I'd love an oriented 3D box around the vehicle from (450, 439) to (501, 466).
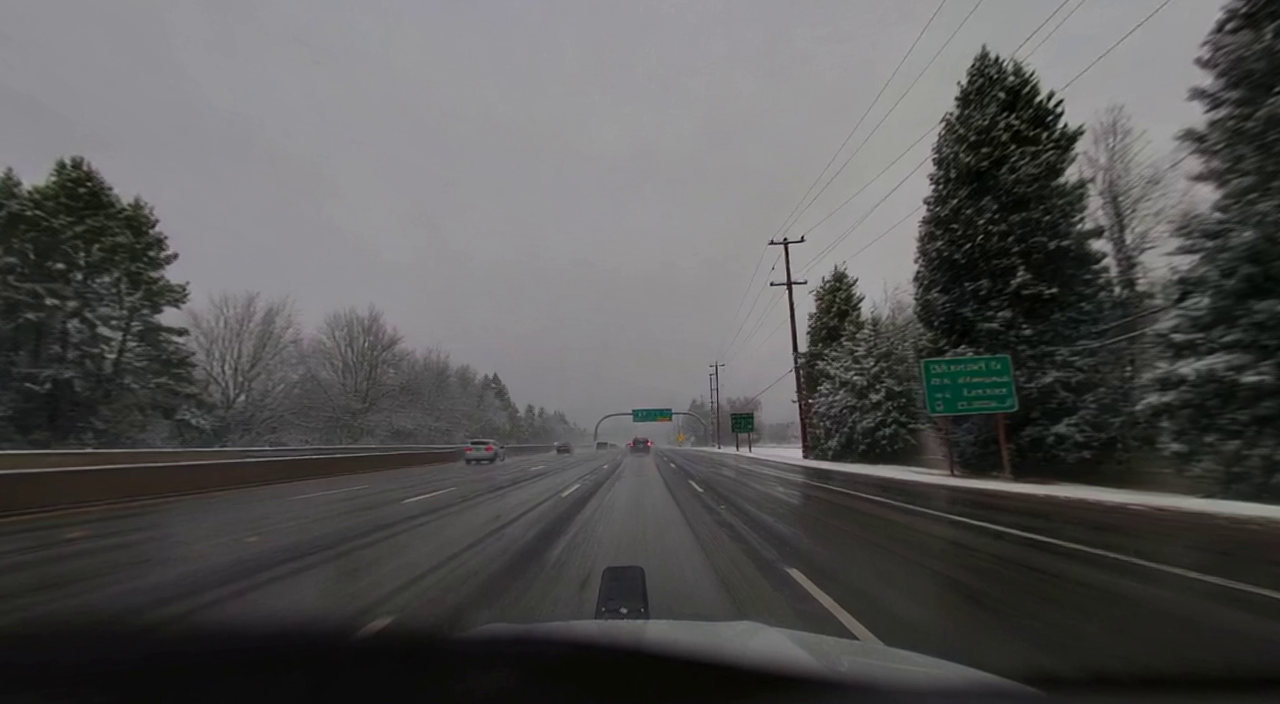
[{"bbox_3d":[-10.121,6.223,39.216,1.947,1.528,4.355,0,-8,1],"label":"vehicle"}]
